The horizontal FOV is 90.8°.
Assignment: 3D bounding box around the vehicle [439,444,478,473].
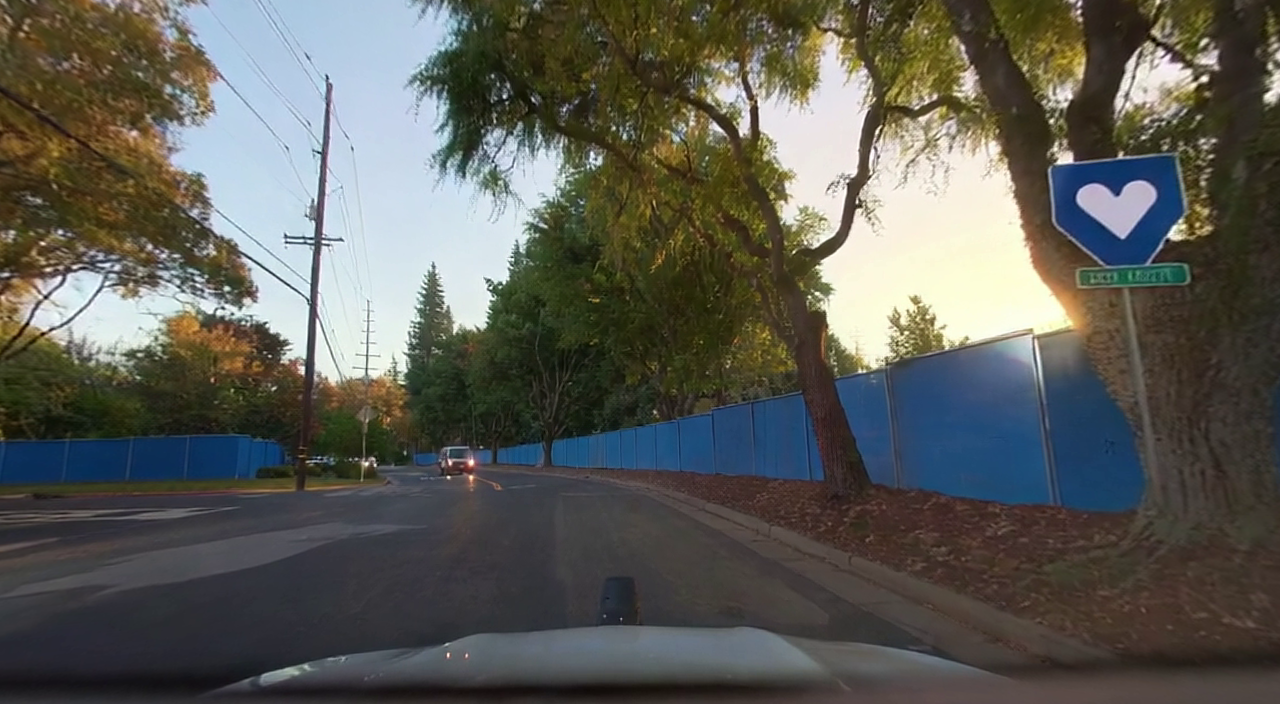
[{"bbox_3d":[-12.671,7.370,43.910,2.185,1.901,4.177,3,-9,-21],"label":"vehicle"}]
